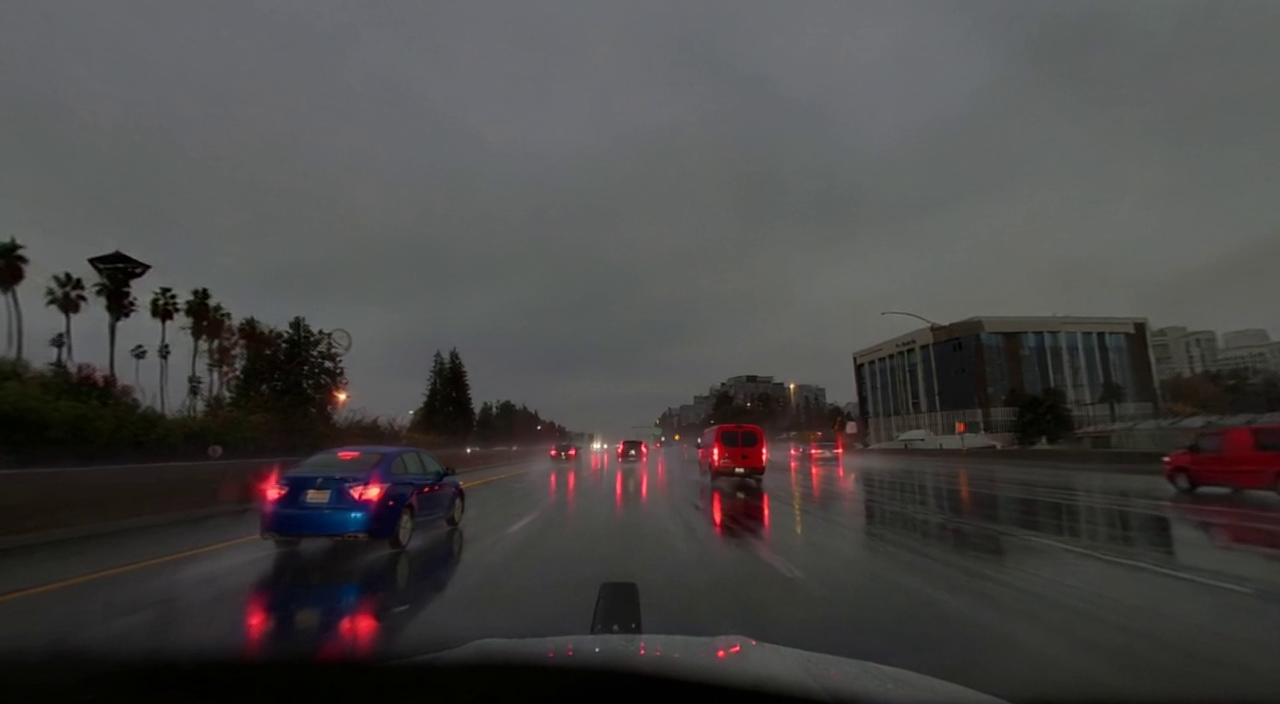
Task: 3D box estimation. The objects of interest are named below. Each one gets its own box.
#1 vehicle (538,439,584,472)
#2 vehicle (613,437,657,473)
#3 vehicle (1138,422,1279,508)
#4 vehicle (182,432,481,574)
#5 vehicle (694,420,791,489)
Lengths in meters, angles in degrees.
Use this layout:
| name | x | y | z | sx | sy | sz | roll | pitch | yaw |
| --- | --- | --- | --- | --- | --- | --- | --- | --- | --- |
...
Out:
| name | x | y | z | sx | sy | sz | roll | pitch | yaw |
| --- | --- | --- | --- | --- | --- | --- | --- | --- | --- |
| vehicle | -4.518 | 6.013 | 36.989 | 2.109 | 1.793 | 4.613 | 0 | -9 | 0 |
| vehicle | -0.269 | 5.459 | 33.589 | 2.212 | 1.786 | 4.198 | 0 | -9 | -1 |
| vehicle | 13.865 | 2.446 | 13.832 | 2.010 | 1.721 | 4.871 | 0 | -9 | 2 |
| vehicle | -3.786 | 1.923 | 8.868 | 1.991 | 1.469 | 4.381 | 0 | -9 | 0 |
| vehicle | 3.382 | 3.561 | 22.193 | 2.250 | 2.074 | 5.723 | 0 | -9 | -2 |
